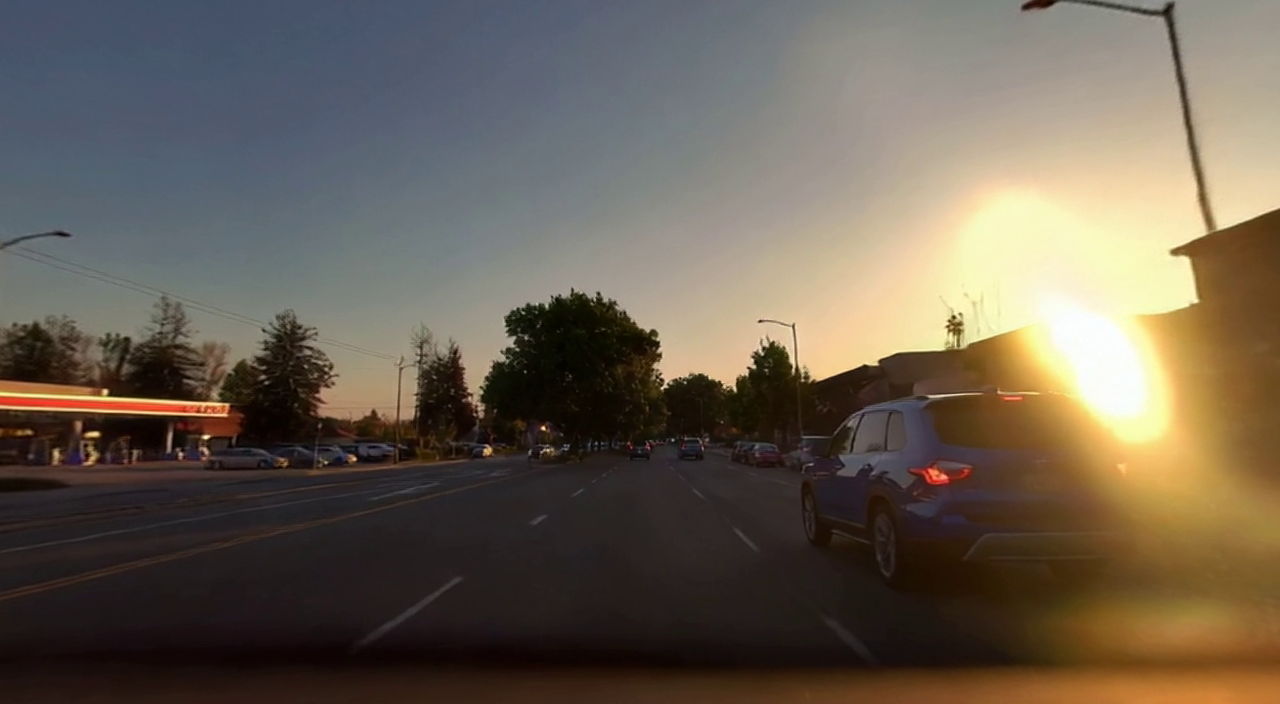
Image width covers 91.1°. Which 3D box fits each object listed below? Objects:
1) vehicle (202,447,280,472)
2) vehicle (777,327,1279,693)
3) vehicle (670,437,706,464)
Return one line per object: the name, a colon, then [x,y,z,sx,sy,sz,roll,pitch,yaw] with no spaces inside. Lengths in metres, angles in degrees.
vehicle: [-26.105,7.053,41.151,3.765,1.559,1.915,0,-8,1]
vehicle: [2.917,1.178,5.824,2.246,1.963,4.777,0,-8,1]
vehicle: [3.454,7.176,46.058,2.317,1.857,5.150,0,-8,1]
